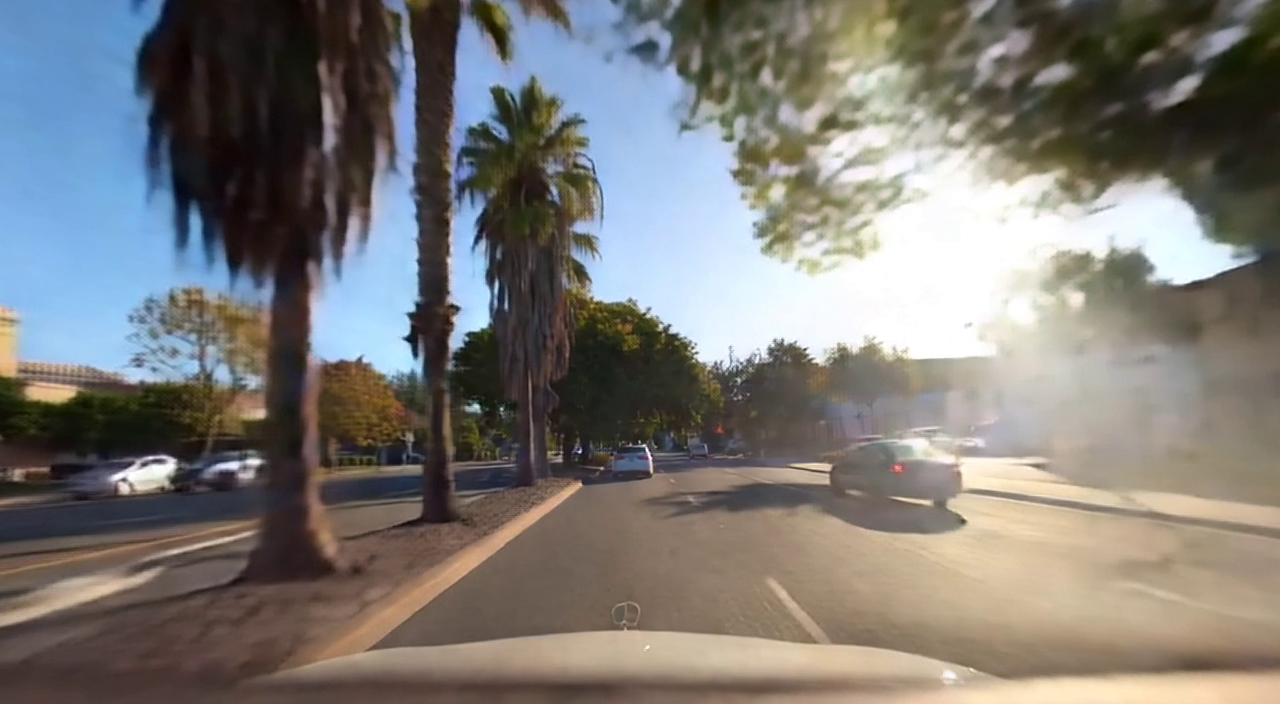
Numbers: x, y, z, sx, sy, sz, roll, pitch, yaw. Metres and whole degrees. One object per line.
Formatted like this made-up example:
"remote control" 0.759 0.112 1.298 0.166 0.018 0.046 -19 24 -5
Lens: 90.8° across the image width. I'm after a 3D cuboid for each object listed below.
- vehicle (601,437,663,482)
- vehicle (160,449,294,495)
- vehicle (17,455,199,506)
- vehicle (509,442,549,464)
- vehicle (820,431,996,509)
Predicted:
"vehicle" -0.308 3.998 23.734 2.106 1.496 3.964 0 -9 -1
"vehicle" -14.986 4.339 23.274 2.015 1.509 4.295 0 -9 0
"vehicle" -18.461 4.420 22.243 1.968 1.524 4.390 -3 -9 20
"vehicle" -8.367 7.663 48.137 2.049 1.543 5.131 0 -9 0
"vehicle" 6.319 2.842 15.677 2.244 1.618 4.585 0 -9 -1
